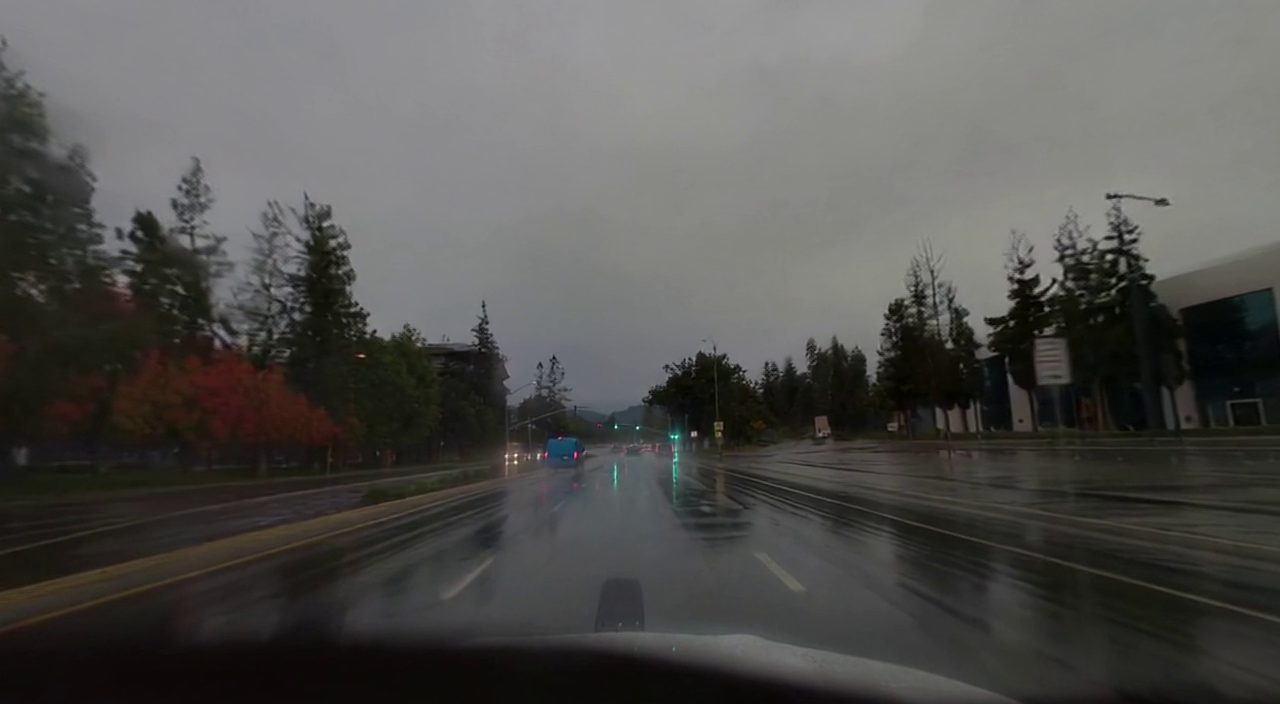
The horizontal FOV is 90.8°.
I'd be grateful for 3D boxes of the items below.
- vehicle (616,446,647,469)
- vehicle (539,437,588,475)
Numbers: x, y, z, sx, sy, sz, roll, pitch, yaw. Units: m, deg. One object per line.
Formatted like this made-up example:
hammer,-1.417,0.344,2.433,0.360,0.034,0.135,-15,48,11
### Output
vehicle,-0.610,7.183,43.089,2.039,1.455,3.826,0,-9,-1
vehicle,-4.074,5.622,34.356,2.075,1.863,4.744,0,-9,0
